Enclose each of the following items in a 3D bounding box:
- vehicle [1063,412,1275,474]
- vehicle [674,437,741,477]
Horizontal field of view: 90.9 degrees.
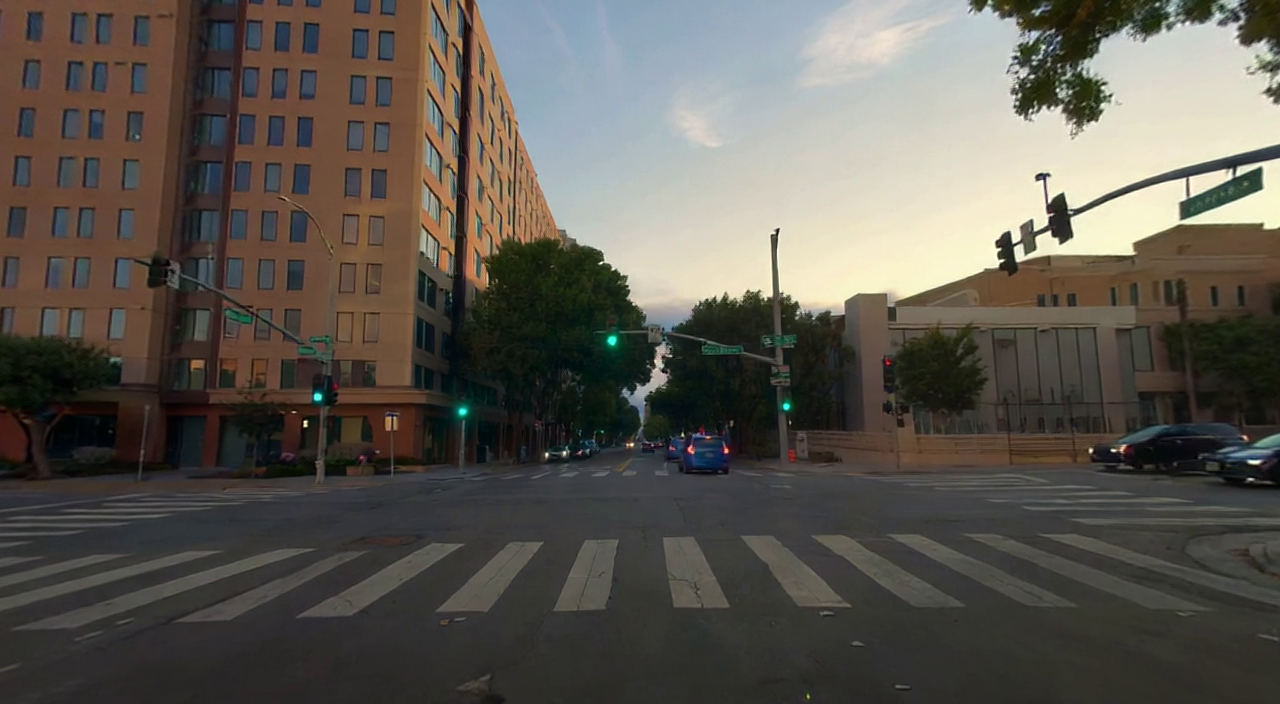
[{"bbox_3d":[16.916,2.946,20.406,4.802,1.860,2.146,0,-8,1],"label":"vehicle"},{"bbox_3d":[2.664,4.275,25.908,2.039,1.470,4.355,0,-8,-3],"label":"vehicle"}]
